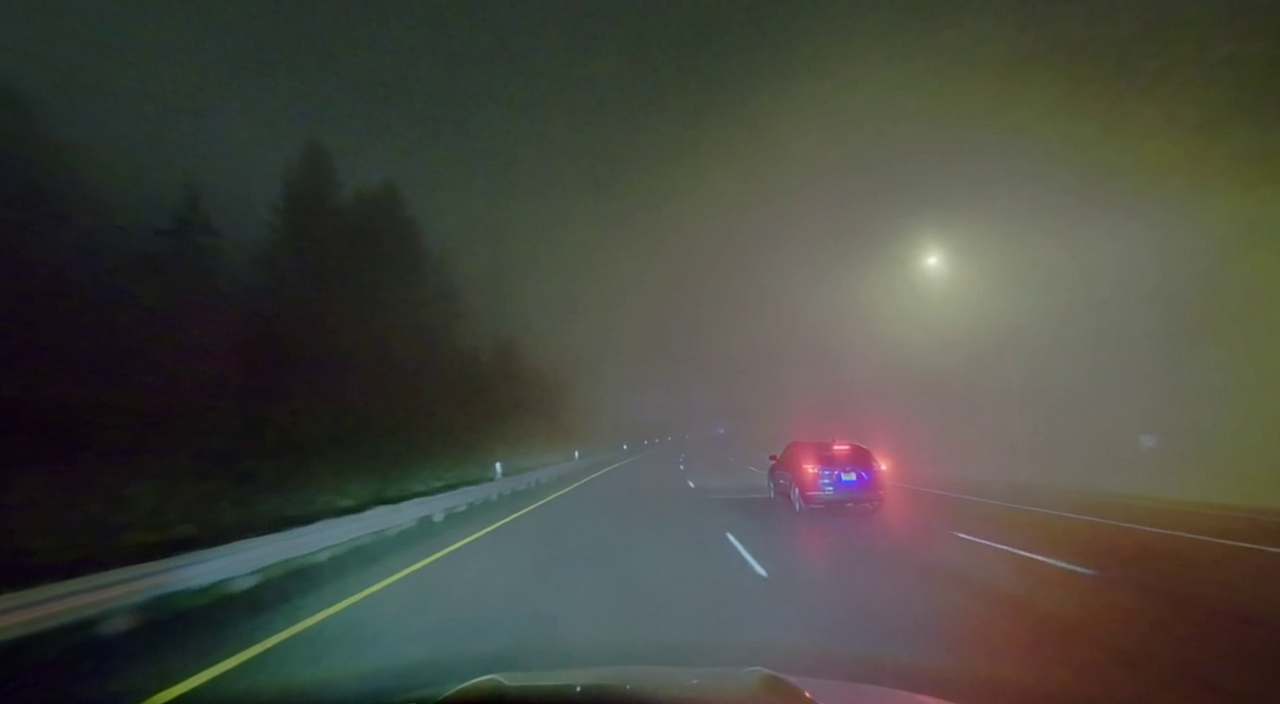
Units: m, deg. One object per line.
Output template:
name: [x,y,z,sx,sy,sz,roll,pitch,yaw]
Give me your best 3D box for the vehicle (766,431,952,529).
vehicle: [3.914,2.360,12.242,2.050,1.546,4.344,0,-8,0]
